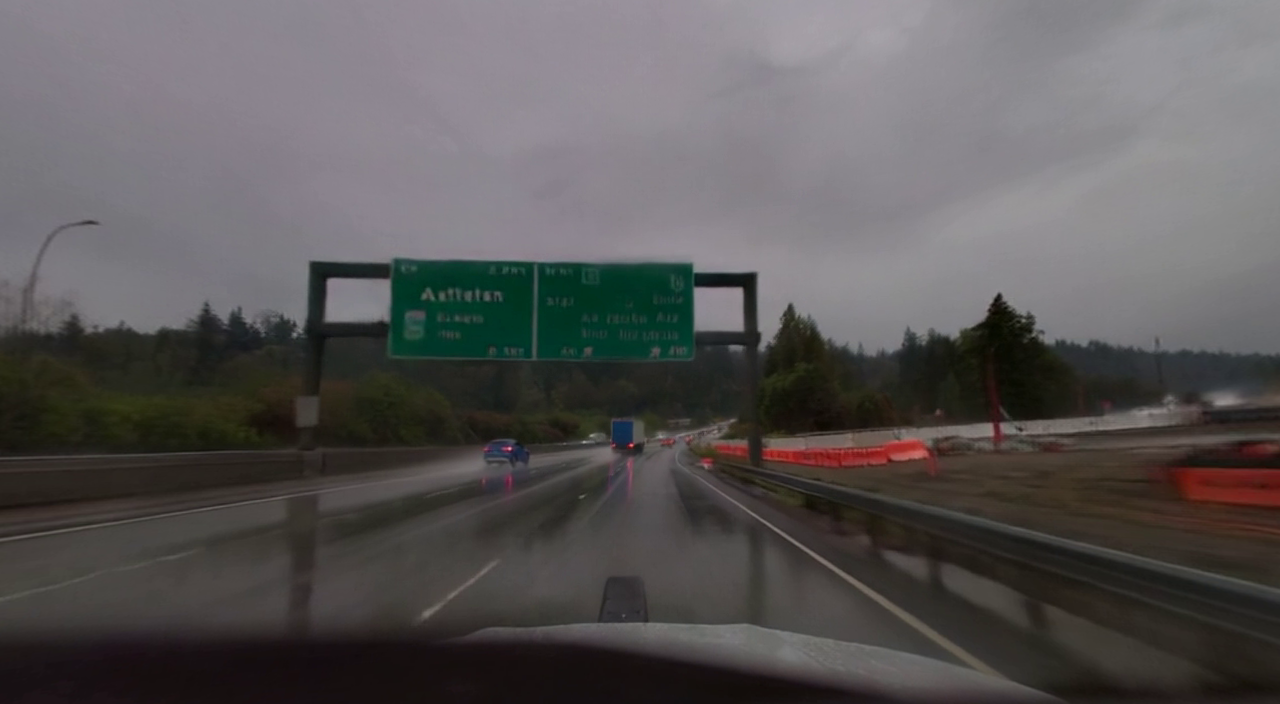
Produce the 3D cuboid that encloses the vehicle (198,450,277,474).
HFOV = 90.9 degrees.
[{"bbox_3d":[-26.436,7.222,41.603,2.159,1.461,4.562,0,-9,1],"label":"vehicle"}]

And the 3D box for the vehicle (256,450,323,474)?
[{"bbox_3d":[-22.143,6.953,40.006,1.679,1.439,4.300,0,-9,1],"label":"vehicle"}]

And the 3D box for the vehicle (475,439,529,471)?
[{"bbox_3d":[-7.284,5.476,33.615,1.893,1.566,4.051,0,-9,1],"label":"vehicle"}]
